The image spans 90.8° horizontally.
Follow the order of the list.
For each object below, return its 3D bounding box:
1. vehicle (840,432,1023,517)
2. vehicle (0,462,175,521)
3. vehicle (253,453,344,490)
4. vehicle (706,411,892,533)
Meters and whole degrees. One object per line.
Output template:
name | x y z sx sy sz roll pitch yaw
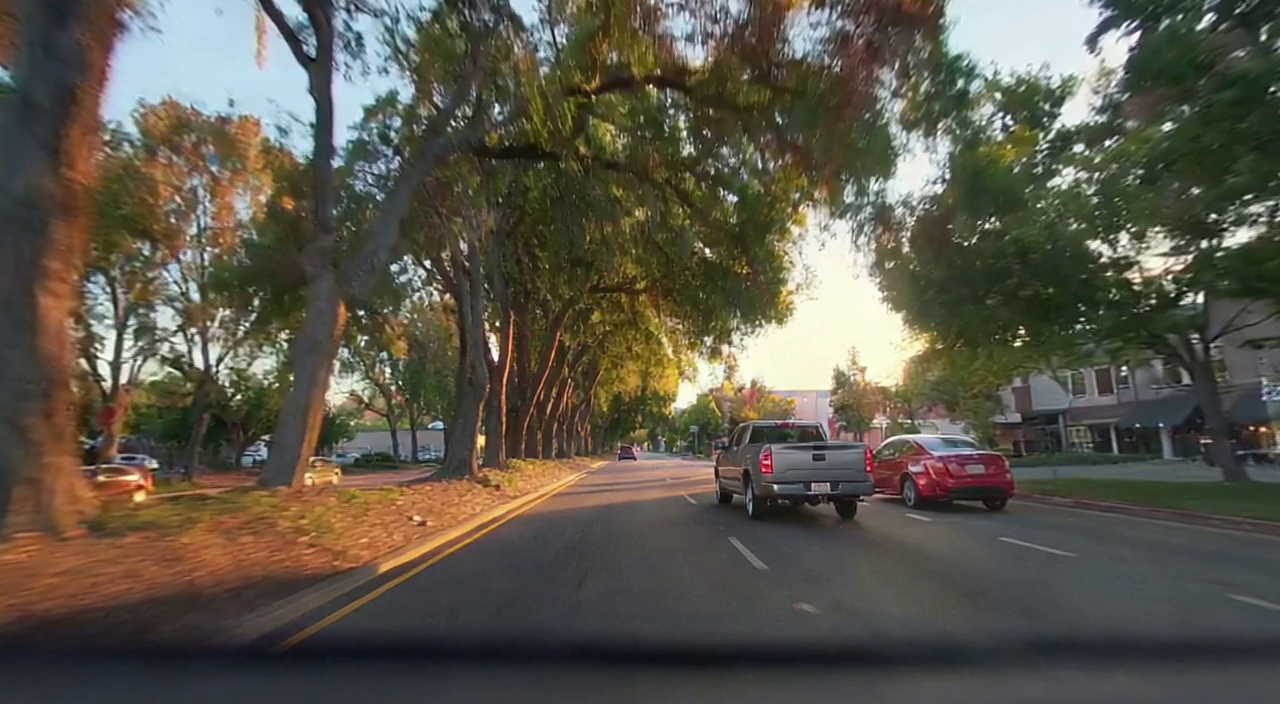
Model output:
vehicle | 6.251 2.654 14.231 1.993 1.604 4.260 0 -8 -1
vehicle | -17.067 4.213 19.533 1.960 1.461 4.495 0 -8 0
vehicle | -17.482 6.099 32.612 2.133 1.724 4.642 0 -9 -1
vehicle | 2.683 2.210 12.247 2.138 1.836 5.245 0 -8 -1
